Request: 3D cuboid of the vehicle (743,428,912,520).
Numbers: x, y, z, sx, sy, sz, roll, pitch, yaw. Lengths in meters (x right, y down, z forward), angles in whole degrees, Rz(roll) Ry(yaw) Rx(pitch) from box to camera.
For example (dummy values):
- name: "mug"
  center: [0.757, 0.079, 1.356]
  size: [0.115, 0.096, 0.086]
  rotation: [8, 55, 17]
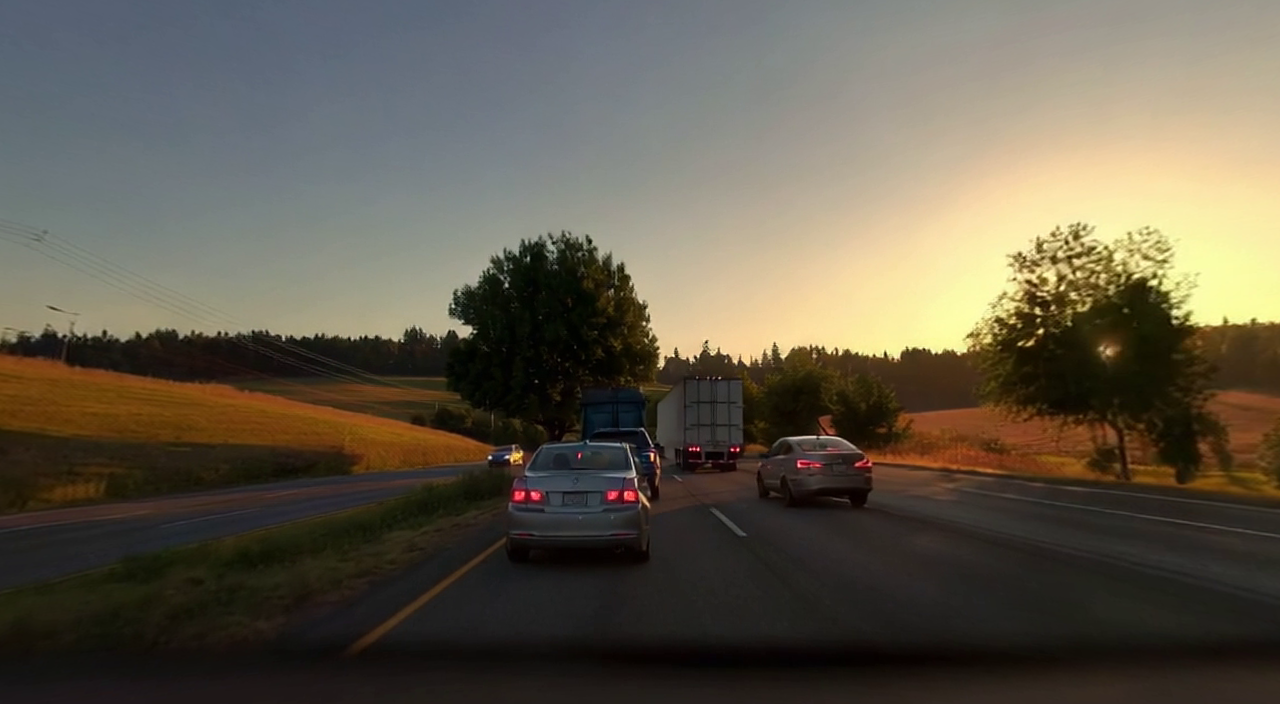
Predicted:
- name: "vehicle"
  center: [3.529, 2.385, 12.942]
  size: [1.960, 1.515, 4.713]
  rotation: [0, -8, -1]

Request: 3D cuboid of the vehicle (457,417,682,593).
- name: "vehicle"
  center: [-0.704, 1.668, 7.745]
  size: [2.009, 1.554, 4.013]
  rotation: [0, -8, -2]

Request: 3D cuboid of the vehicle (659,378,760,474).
- name: "vehicle"
  center: [3.365, 4.466, 36.658]
  size: [3.591, 4.290, 16.696]
  rotation: [0, -8, -1]
